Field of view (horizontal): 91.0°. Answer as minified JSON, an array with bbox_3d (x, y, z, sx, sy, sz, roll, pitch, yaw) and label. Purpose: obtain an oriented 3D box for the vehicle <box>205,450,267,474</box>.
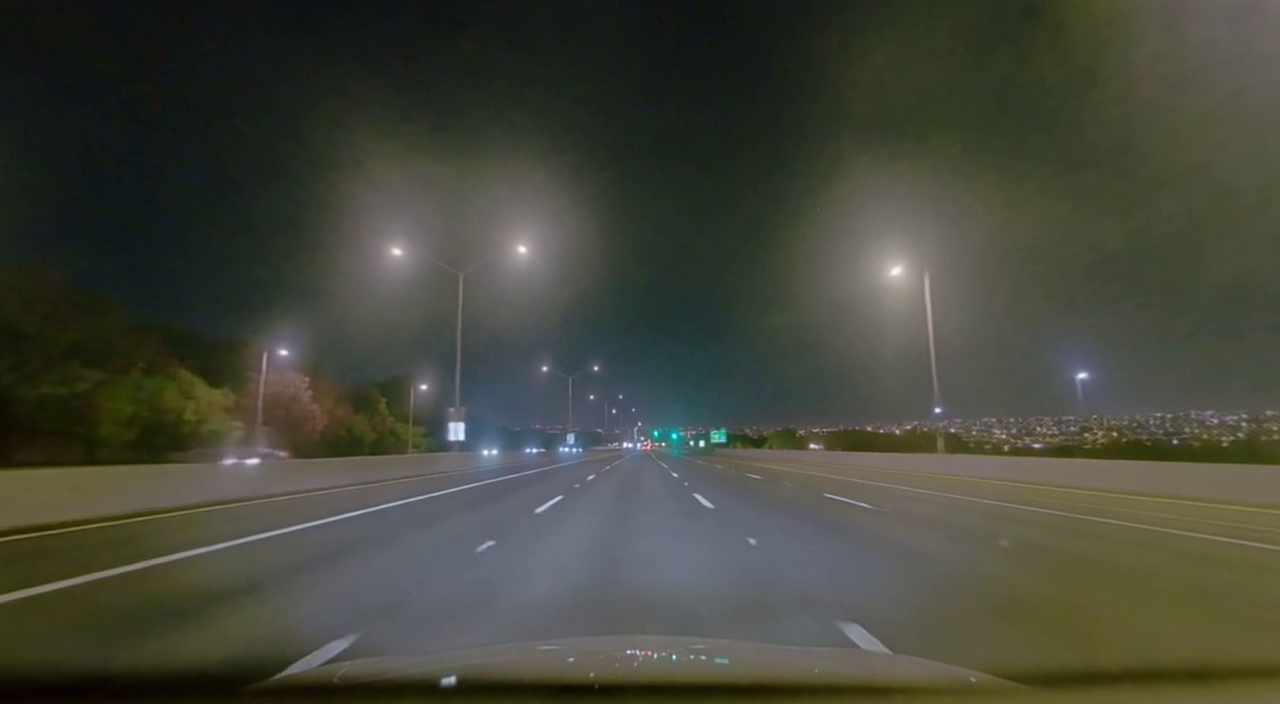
[{"bbox_3d":[-25.606,6.958,40.058,1.575,1.431,3.580,0,-9,-1],"label":"vehicle"}]
